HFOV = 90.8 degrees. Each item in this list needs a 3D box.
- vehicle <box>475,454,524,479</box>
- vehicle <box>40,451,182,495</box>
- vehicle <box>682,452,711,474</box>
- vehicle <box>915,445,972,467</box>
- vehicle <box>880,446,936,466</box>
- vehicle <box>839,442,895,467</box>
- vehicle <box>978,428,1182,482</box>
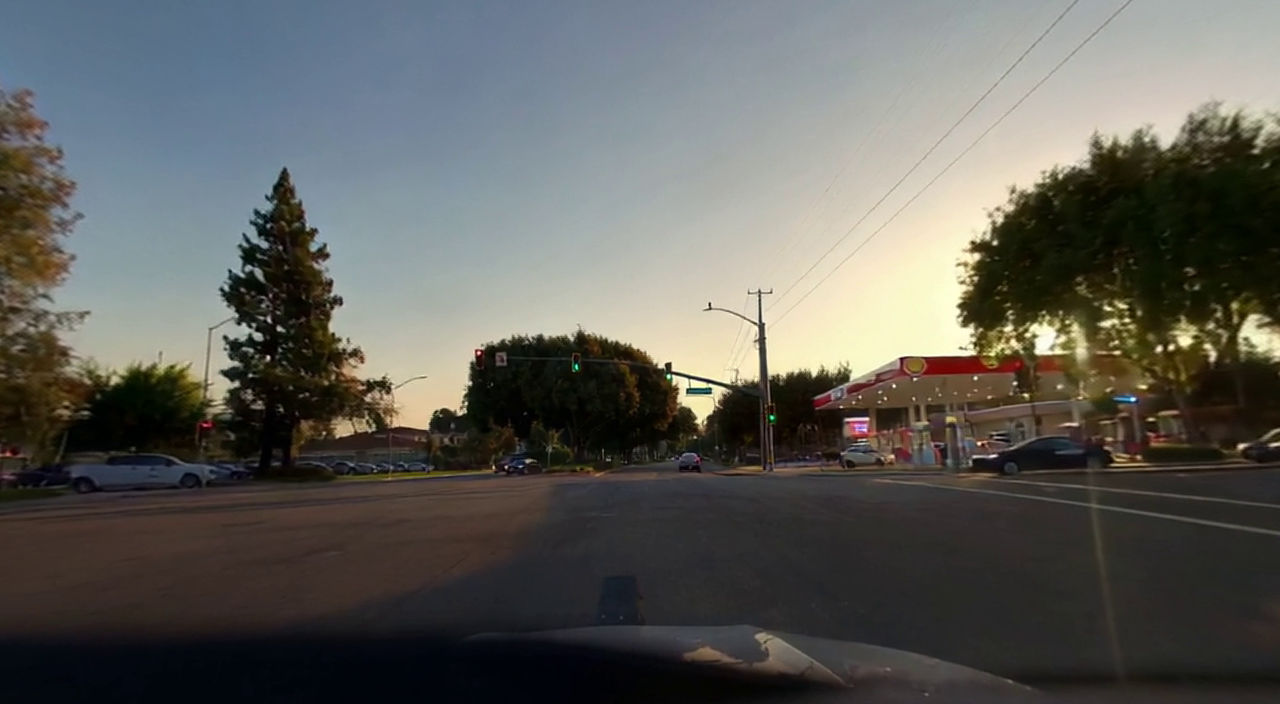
[{"bbox_3d":[-9.191,7.553,41.767,2.023,1.498,4.605,-1,-9,3],"label":"vehicle"},{"bbox_3d":[-33.289,7.596,39.926,6.708,2.544,2.452,-1,-9,1],"label":"vehicle"},{"bbox_3d":[4.205,8.320,47.586,1.908,1.492,3.977,-1,-9,2],"label":"vehicle"},{"bbox_3d":[21.853,7.432,45.414,4.329,1.461,1.873,6,-11,-38],"label":"vehicle"},{"bbox_3d":[20.049,7.776,47.196,4.553,1.371,2.019,9,-15,-42],"label":"vehicle"},{"bbox_3d":[17.720,7.971,49.154,4.601,1.766,2.015,7,-14,-42],"label":"vehicle"},{"bbox_3d":[13.211,3.127,19.219,4.605,1.497,2.061,-1,-9,0],"label":"vehicle"}]
